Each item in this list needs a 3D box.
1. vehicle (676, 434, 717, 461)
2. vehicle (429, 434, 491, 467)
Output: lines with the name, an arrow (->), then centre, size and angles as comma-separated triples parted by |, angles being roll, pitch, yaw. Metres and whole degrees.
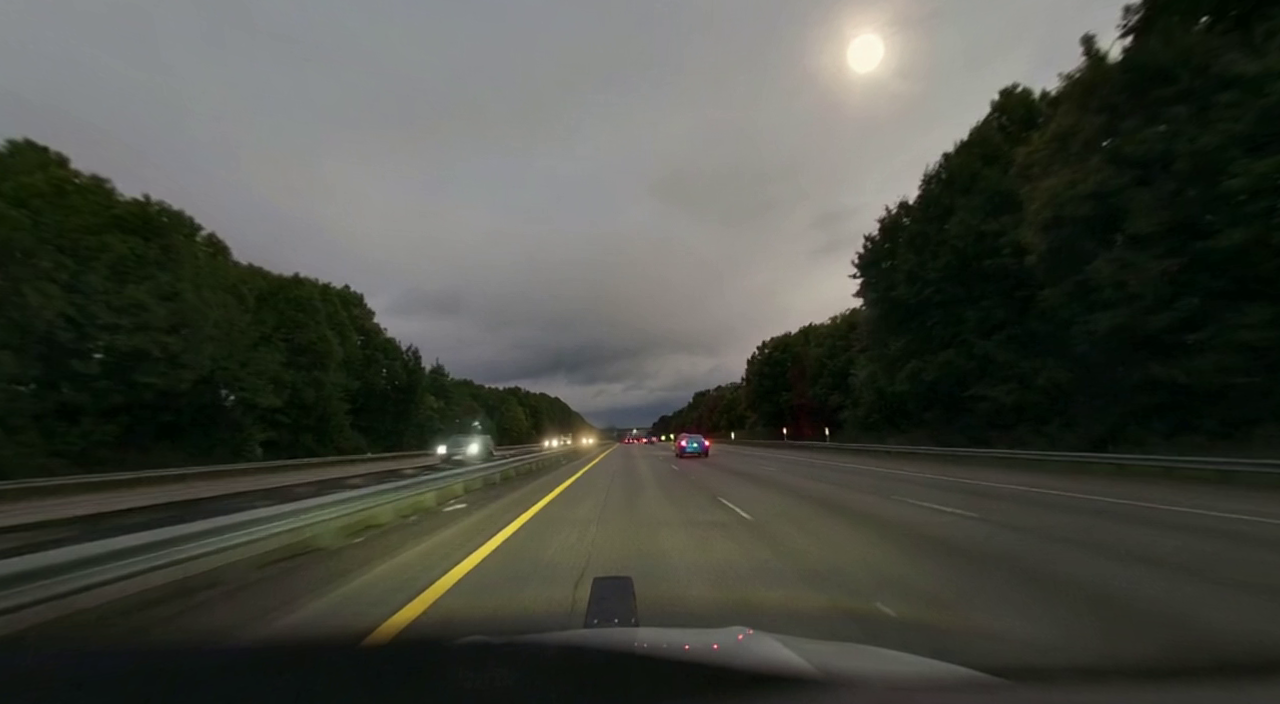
vehicle -> 3.336, 5.710, 37.934 | 2.017, 1.502, 4.369 | 0, -8, -1
vehicle -> -9.200, 5.045, 32.554 | 1.973, 1.593, 4.516 | 0, -8, -1
